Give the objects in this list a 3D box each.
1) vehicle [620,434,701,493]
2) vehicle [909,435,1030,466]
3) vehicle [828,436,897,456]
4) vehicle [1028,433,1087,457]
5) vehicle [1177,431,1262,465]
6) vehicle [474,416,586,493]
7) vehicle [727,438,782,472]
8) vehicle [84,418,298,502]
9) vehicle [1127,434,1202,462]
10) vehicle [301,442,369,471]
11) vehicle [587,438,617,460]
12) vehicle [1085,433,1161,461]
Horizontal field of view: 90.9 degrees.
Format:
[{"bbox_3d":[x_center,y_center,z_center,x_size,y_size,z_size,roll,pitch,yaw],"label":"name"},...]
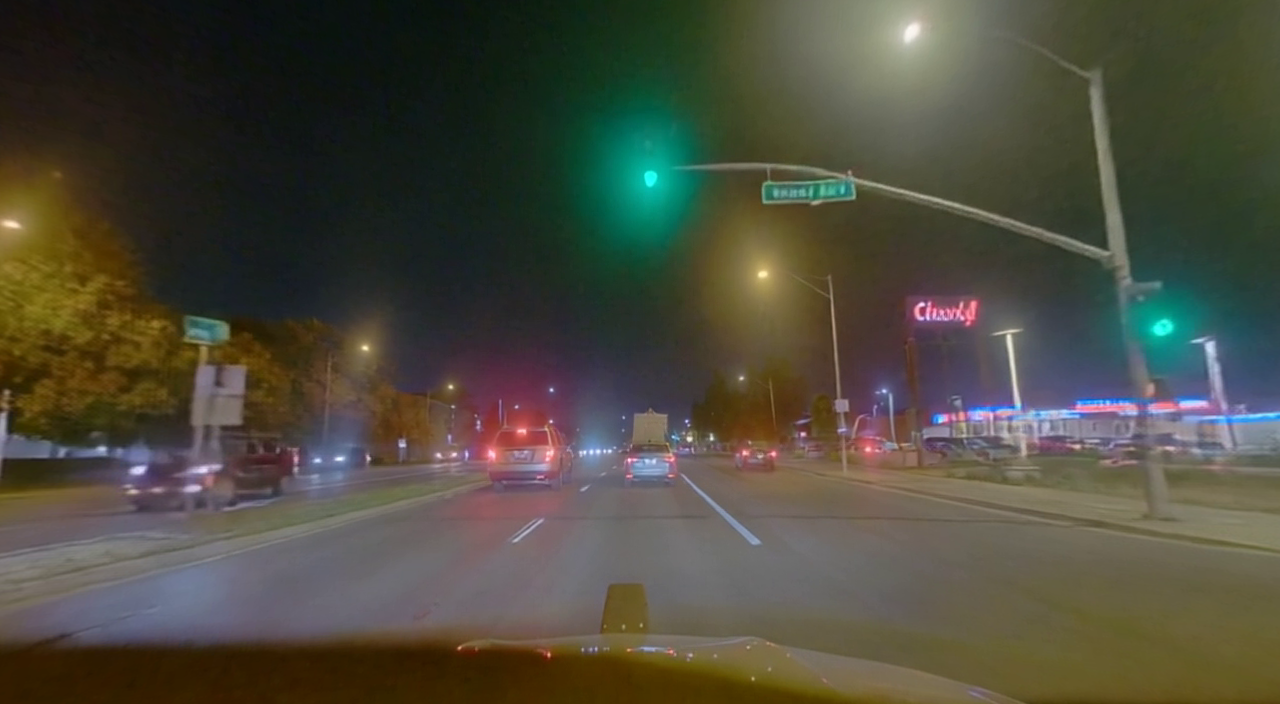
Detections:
[{"bbox_3d":[0.538,3.152,18.223,2.061,1.494,4.079,0,-8,0],"label":"vehicle"},{"bbox_3d":[15.613,4.699,30.033,4.756,1.422,1.831,0,-8,-1],"label":"vehicle"},{"bbox_3d":[16.358,6.938,46.532,4.323,1.496,1.937,0,-8,-1],"label":"vehicle"},{"bbox_3d":[28.851,6.403,43.518,3.799,1.541,1.747,5,-10,-30],"label":"vehicle"},{"bbox_3d":[29.251,4.799,31.777,4.225,1.502,1.915,3,-9,-32],"label":"vehicle"},{"bbox_3d":[-3.011,2.974,18.626,2.289,1.935,5.227,0,-8,1],"label":"vehicle"},{"bbox_3d":[5.423,4.914,30.422,1.900,1.507,4.151,0,-8,0],"label":"vehicle"},{"bbox_3d":[-11.758,2.869,17.108,2.165,1.926,4.899,0,-8,0],"label":"vehicle"},{"bbox_3d":[28.433,5.187,34.125,3.873,1.429,1.765,5,-9,-30],"label":"vehicle"},{"bbox_3d":[-18.677,6.403,38.836,1.945,1.666,4.478,0,-8,-1],"label":"vehicle"},{"bbox_3d":[-2.782,7.173,46.647,1.902,1.522,3.523,0,-8,2],"label":"vehicle"},{"bbox_3d":[28.482,5.583,37.148,4.207,1.443,1.889,3,-9,-29],"label":"vehicle"}]
